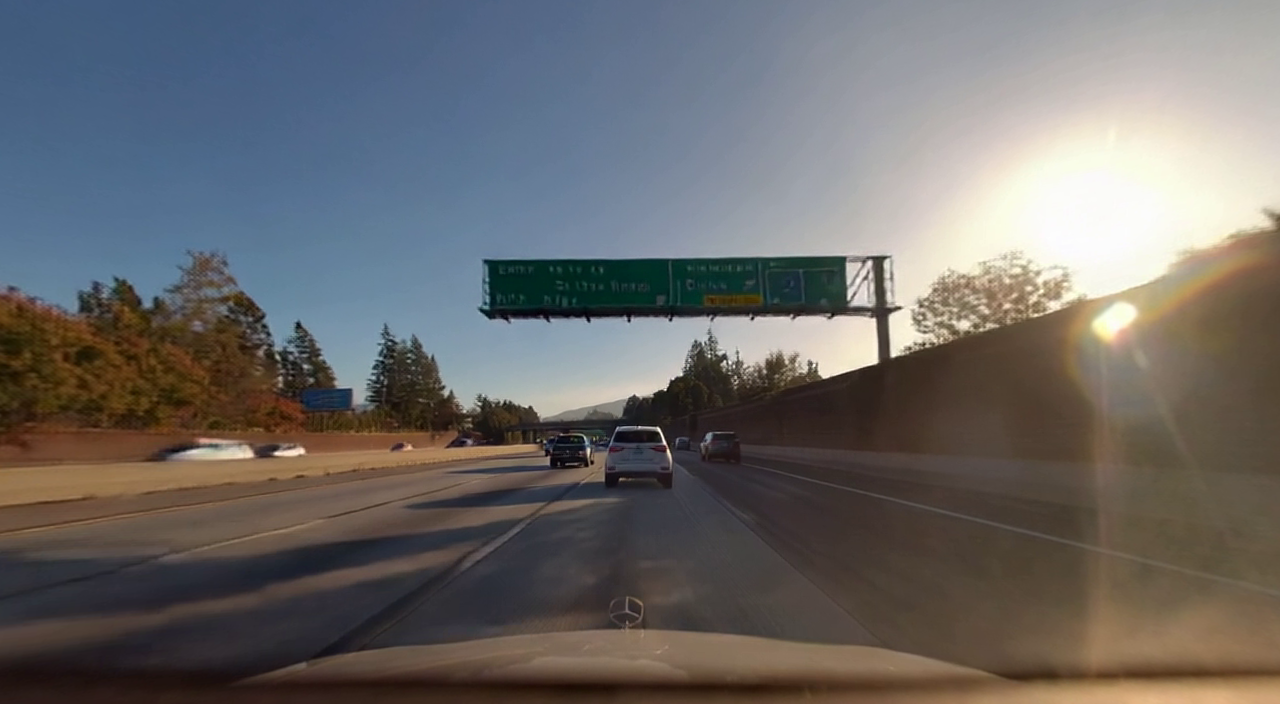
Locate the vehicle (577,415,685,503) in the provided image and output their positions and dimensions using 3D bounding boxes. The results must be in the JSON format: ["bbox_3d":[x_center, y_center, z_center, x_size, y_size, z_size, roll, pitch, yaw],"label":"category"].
[{"bbox_3d":[-0.177,2.539,15.237,2.233,1.804,4.273,0,-8,0],"label":"vehicle"}]

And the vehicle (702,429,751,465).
[{"bbox_3d":[4.692,5.234,34.846,2.017,1.847,4.299,0,-8,-1],"label":"vehicle"}]

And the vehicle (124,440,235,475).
[{"bbox_3d":[-21.385,4.902,29.561,1.870,1.500,4.364,0,-8,1],"label":"vehicle"}]

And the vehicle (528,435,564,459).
[{"bbox_3d":[-7.013,7.166,47.559,2.024,1.706,4.249,0,-8,1],"label":"vehicle"}]
